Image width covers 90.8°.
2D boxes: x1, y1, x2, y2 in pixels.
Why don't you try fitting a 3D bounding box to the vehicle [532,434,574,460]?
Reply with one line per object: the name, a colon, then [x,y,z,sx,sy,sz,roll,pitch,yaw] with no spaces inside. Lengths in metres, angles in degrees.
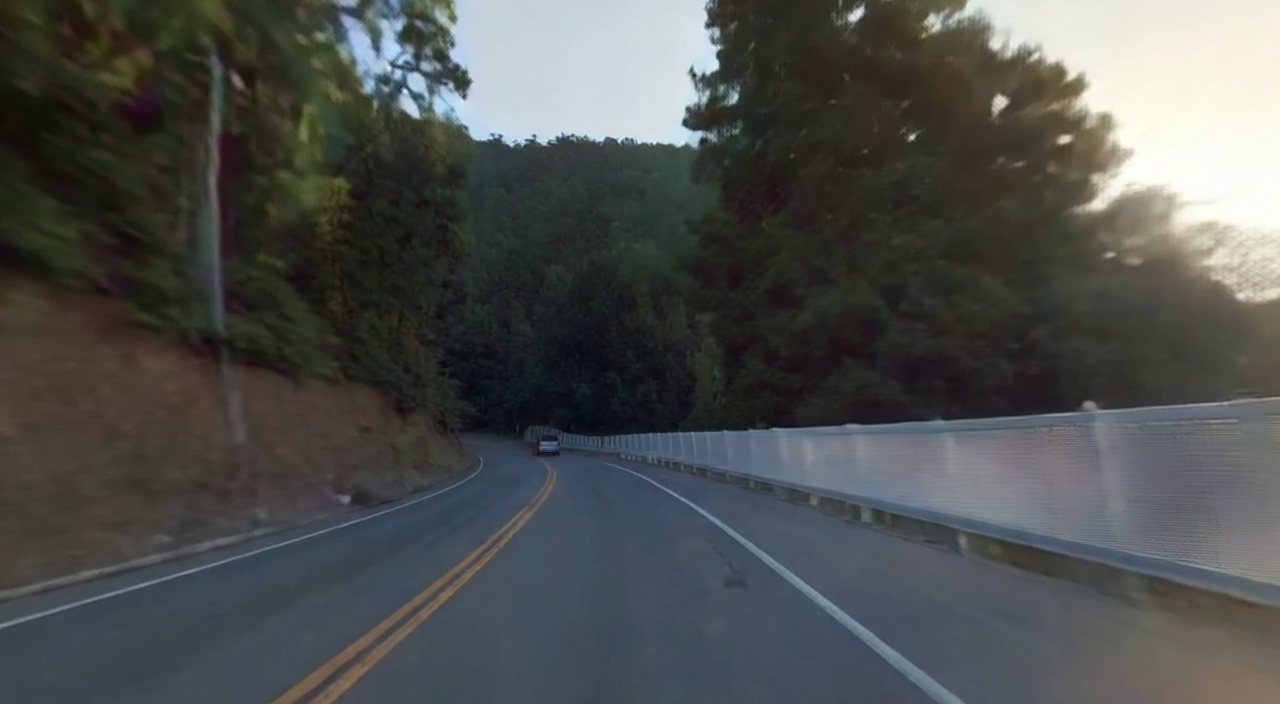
vehicle: [-6.921,7.440,49.610,2.439,1.912,5.605,2,-9,-16]
